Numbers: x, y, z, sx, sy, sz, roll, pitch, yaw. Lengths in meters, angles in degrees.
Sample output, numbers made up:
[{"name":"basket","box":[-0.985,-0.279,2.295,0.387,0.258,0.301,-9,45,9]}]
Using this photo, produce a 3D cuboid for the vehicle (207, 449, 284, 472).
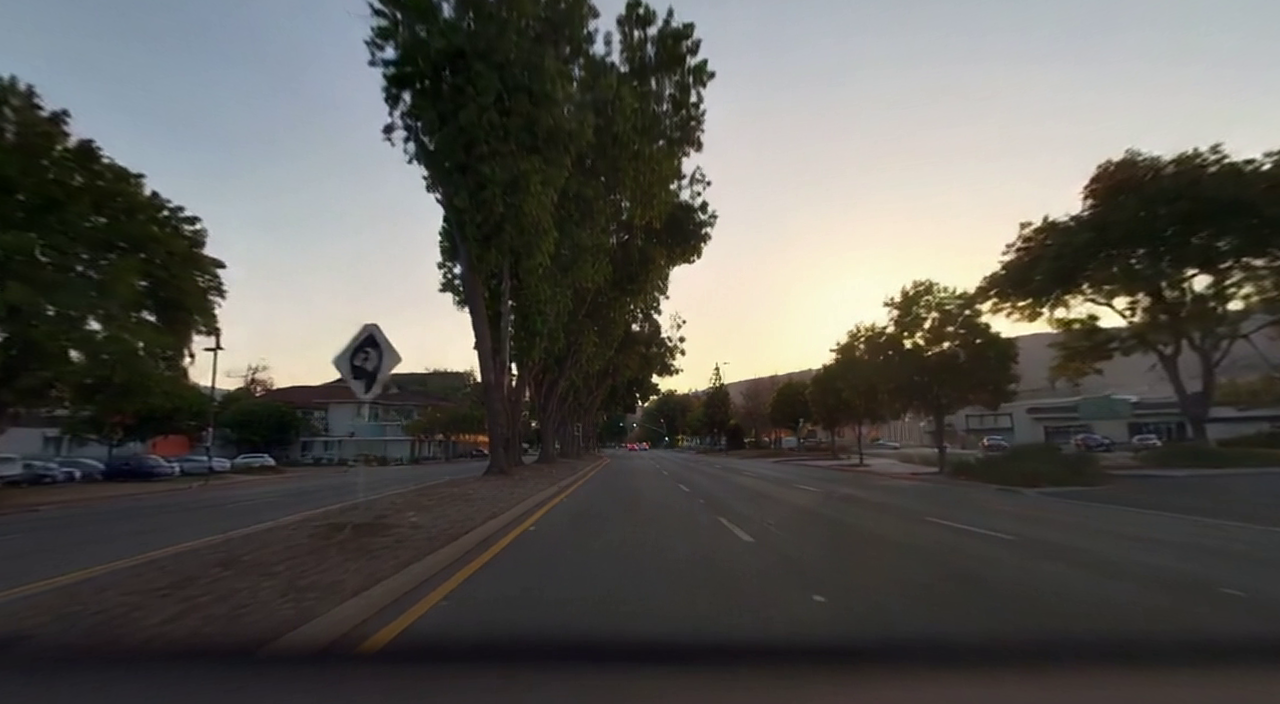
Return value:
[{"name":"vehicle","box":[-30.489,8.405,48.888,4.632,1.681,1.904,0,-8,-1]}]

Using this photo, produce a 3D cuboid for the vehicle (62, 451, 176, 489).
[{"name":"vehicle","box":[-25.546,5.752,31.249,1.949,1.662,4.589,1,-8,-5]}]

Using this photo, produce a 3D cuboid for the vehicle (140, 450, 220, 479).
[{"name":"vehicle","box":[-28.936,7.072,39.917,1.918,1.669,4.300,1,-8,-3]}]
